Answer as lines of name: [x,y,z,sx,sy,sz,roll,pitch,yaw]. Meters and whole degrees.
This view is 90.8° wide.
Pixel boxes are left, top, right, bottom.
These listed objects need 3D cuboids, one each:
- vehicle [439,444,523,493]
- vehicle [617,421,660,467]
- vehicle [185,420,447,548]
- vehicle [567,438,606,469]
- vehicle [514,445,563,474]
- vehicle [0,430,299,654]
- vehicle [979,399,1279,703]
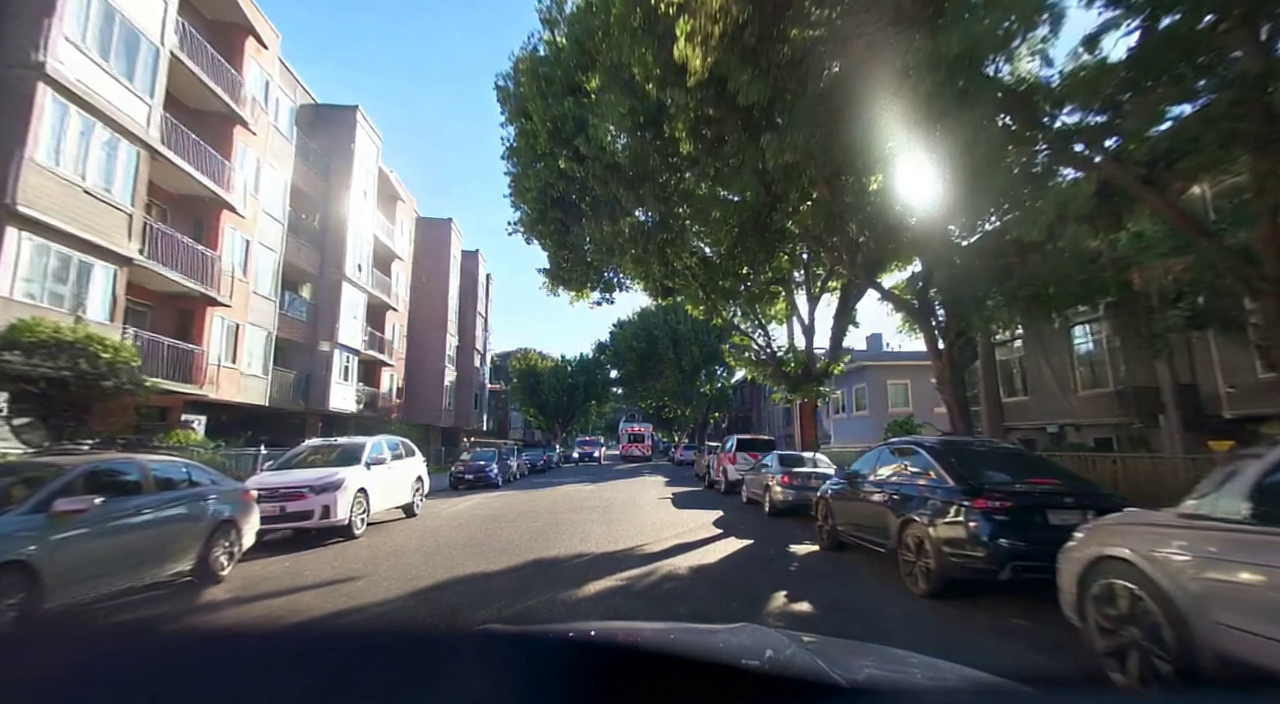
vehicle: [-5.557,4.111,22.675,1.921,1.482,4.280,-2,-8,0]
vehicle: [-0.230,6.561,45.087,2.754,3.008,7.730,0,-8,-3]
vehicle: [-5.426,2.268,11.618,2.131,1.821,4.976,0,-8,1]
vehicle: [-3.231,6.238,38.980,2.029,1.802,4.229,0,-8,1]
vehicle: [-5.514,5.898,34.889,2.047,1.471,4.647,0,-8,-1]
vehicle: [-5.460,1.644,6.170,1.853,1.560,4.497,-3,-8,-1]
vehicle: [3.290,0.992,2.672,1.728,1.532,3.457,0,-8,-1]
